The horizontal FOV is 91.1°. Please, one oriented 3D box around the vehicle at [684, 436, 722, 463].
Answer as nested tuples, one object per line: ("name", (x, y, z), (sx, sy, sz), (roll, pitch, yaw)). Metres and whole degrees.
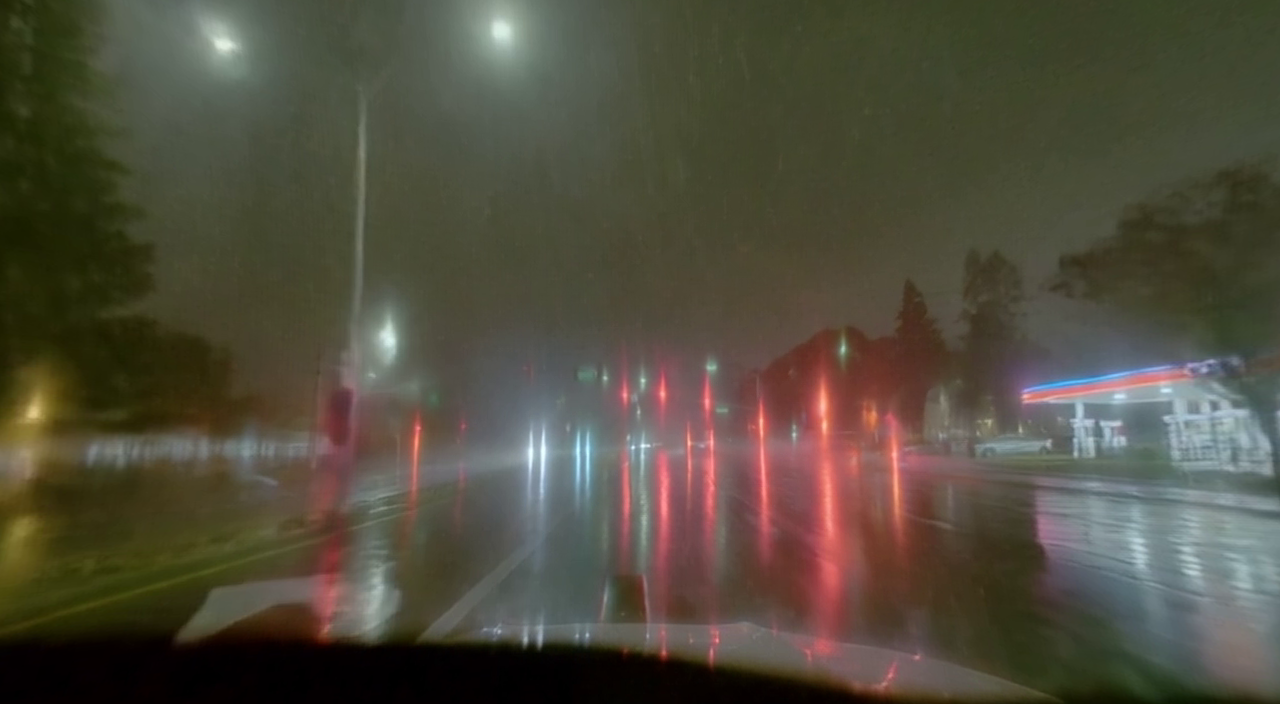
("vehicle", (4.193, 6.593, 42.624), (2.090, 1.717, 4.063), (0, -9, -1))
